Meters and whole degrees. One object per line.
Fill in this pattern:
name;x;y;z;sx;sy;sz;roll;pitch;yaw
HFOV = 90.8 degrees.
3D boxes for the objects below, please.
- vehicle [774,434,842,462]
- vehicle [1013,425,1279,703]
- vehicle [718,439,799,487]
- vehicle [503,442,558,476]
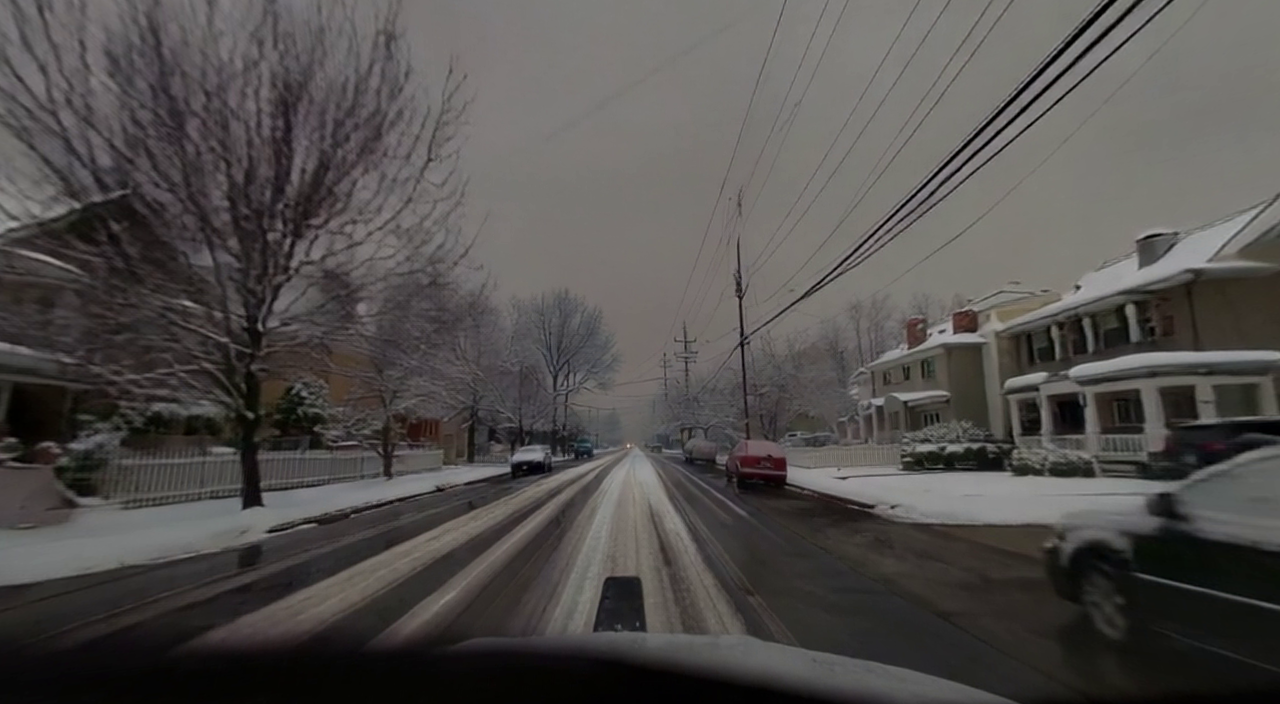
vehicle;11.427;6.581;43.160;4.293;1.657;1.961;-3;-13;14
vehicle;4.208;1.058;2.811;1.936;1.464;5.141;0;-9;0
vehicle;4.180;3.990;22.975;2.020;1.558;3.925;1;-9;-3
vehicle;-5.791;5.696;34.090;1.954;1.551;5.128;-3;-7;1
